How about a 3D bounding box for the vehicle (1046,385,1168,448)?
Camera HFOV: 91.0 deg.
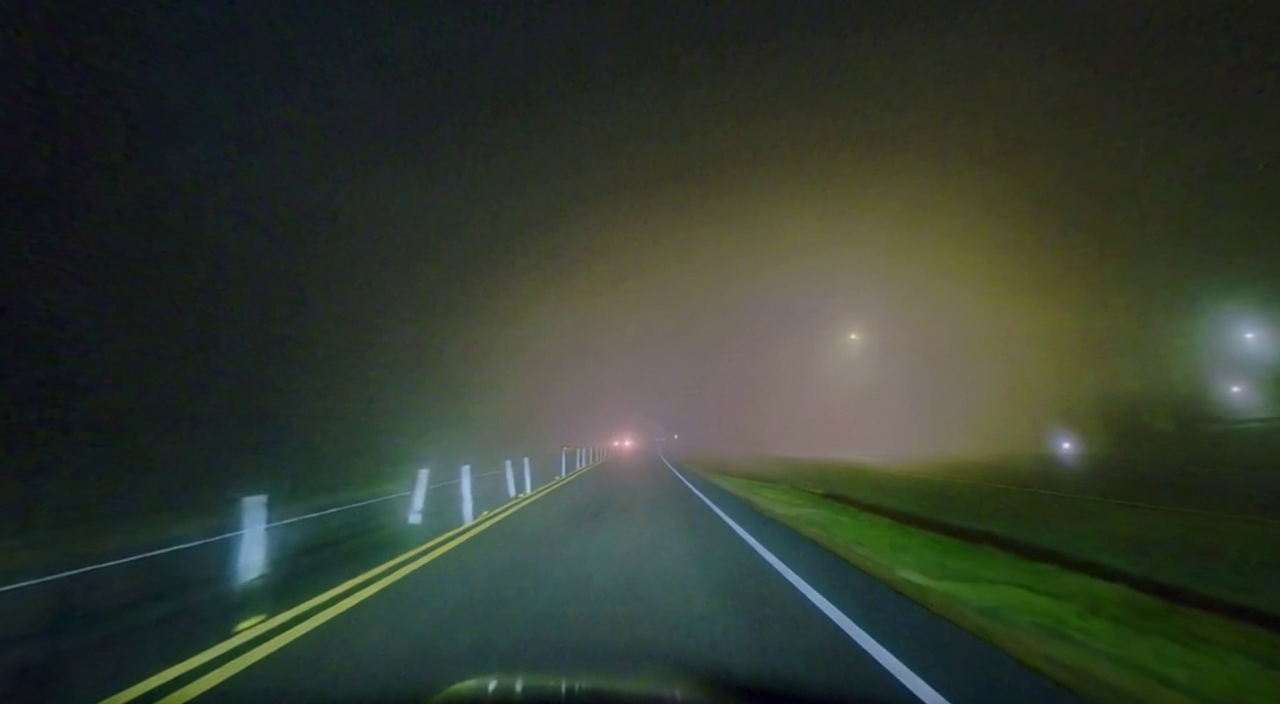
[{"bbox_3d":[24.857,3.553,33.831,4.691,3.097,3.036,-5,-9,30],"label":"vehicle"}]
